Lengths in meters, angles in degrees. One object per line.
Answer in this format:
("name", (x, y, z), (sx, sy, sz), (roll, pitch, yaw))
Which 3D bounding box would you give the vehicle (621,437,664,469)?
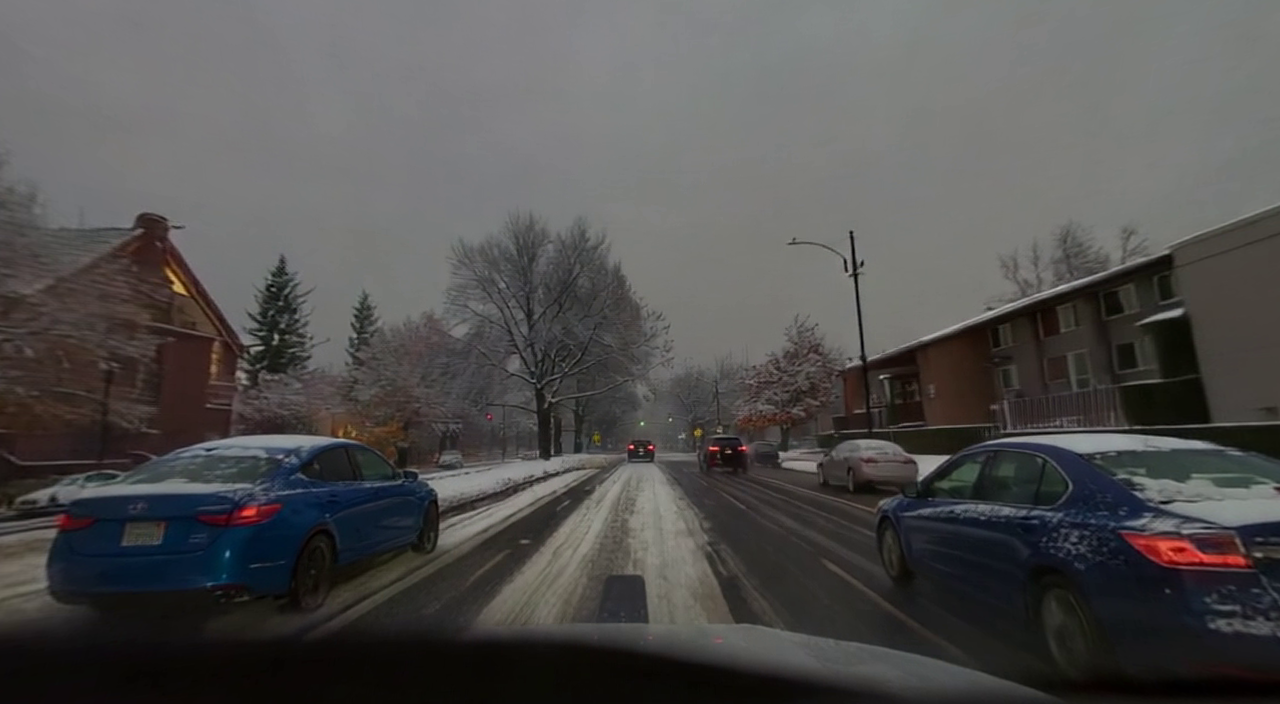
("vehicle", (0.135, 5.654, 35.366), (2.293, 1.662, 4.262), (0, -8, 0))

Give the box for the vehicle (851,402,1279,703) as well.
("vehicle", (3.346, 1.260, 4.620), (2.060, 1.474, 4.475), (0, -8, 0))

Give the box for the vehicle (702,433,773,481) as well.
("vehicle", (3.638, 4.031, 24.296), (2.019, 1.675, 4.488), (0, -8, 0))

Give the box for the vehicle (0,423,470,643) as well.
("vehicle", (-3.486, 1.577, 6.634), (1.997, 1.479, 4.547), (0, -8, 1))
